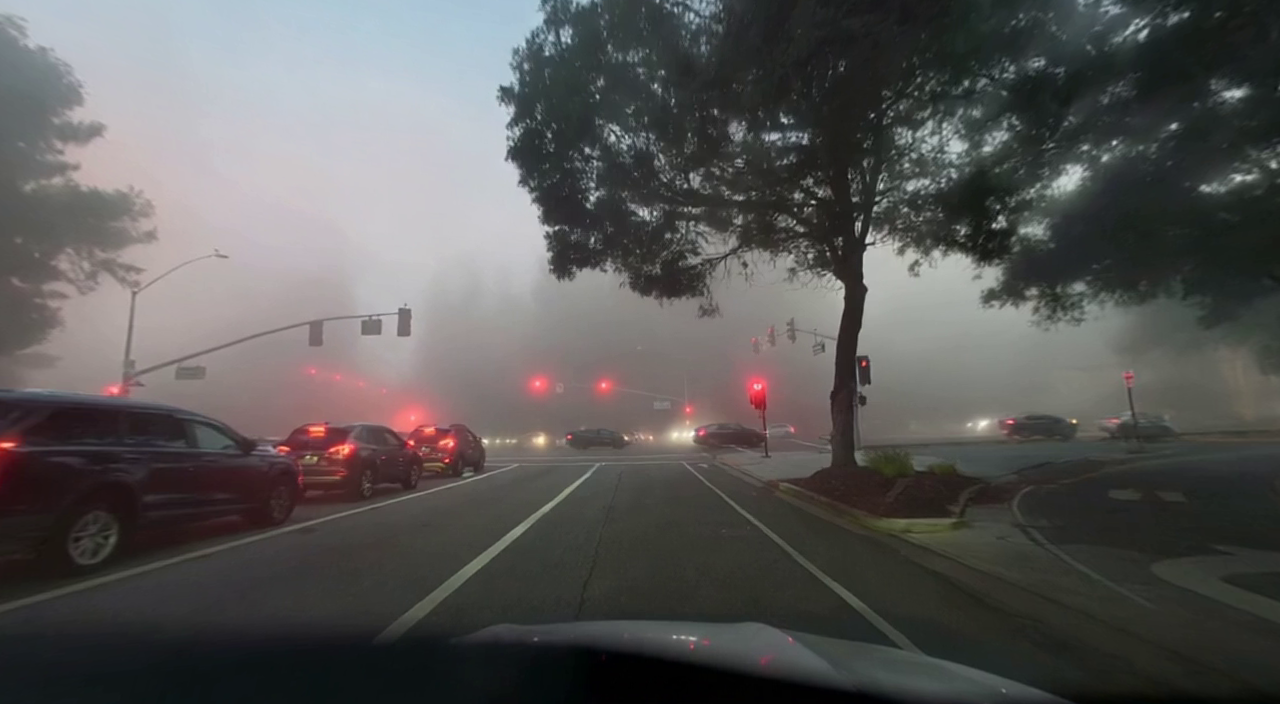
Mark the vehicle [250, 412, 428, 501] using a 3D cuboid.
[{"bbox_3d":[-6.700,2.388,14.684,1.967,1.741,4.385,0,-9,0],"label":"vehicle"}]

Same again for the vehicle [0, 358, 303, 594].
[{"bbox_3d":[-6.555,1.332,7.177,2.381,1.961,5.407,0,-9,0],"label":"vehicle"}]

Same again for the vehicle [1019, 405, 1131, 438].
[{"bbox_3d":[23.360,3.769,34.022,4.476,1.635,1.941,-1,-9,5],"label":"vehicle"}]

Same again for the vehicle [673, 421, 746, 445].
[{"bbox_3d":[4.736,5.545,42.996,4.836,1.508,1.875,-1,-9,6],"label":"vehicle"}]

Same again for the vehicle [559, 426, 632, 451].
[{"bbox_3d":[-2.783,5.524,40.007,4.429,1.489,1.773,-1,-9,6],"label":"vehicle"}]

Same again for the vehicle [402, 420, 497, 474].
[{"bbox_3d":[-6.456,3.302,21.943,1.785,1.678,4.729,0,-9,1],"label":"vehicle"}]
